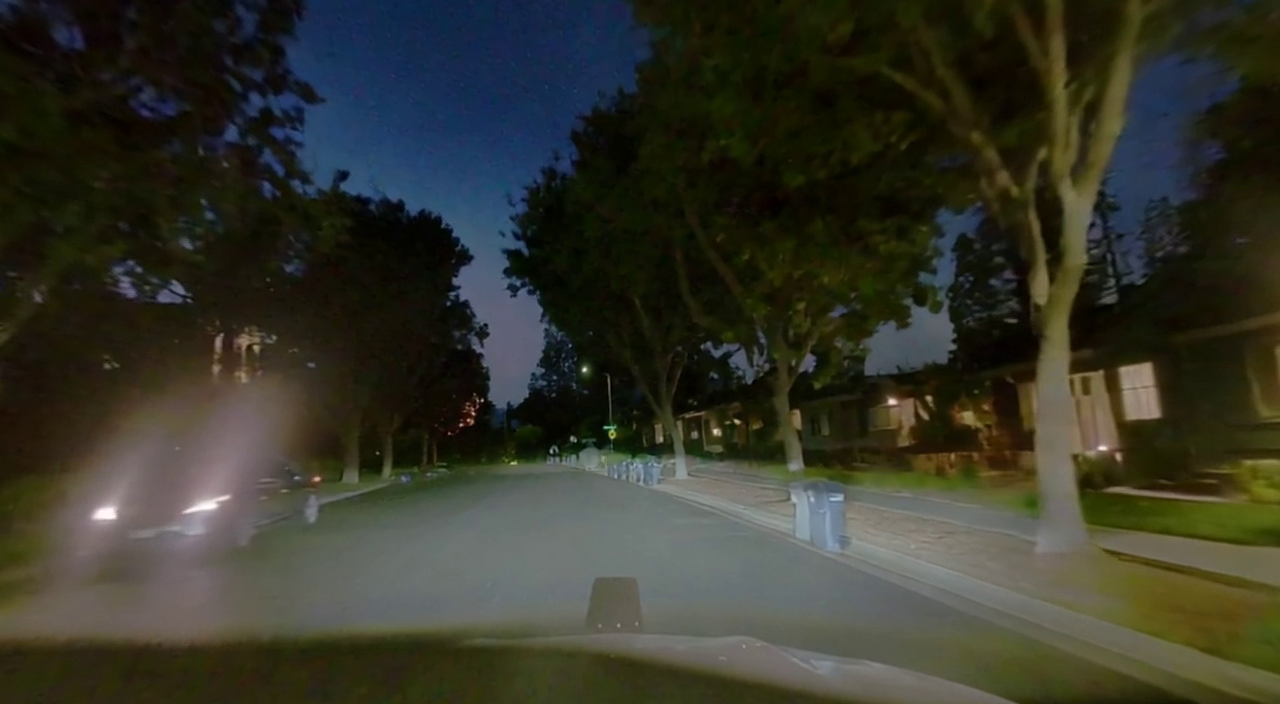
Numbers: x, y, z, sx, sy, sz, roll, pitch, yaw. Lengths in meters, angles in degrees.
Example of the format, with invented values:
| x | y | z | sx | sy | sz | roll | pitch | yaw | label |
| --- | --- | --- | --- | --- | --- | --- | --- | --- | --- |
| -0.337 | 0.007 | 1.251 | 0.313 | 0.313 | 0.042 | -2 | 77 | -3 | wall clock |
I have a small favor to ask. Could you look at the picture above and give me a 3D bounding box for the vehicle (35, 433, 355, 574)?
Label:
| x | y | z | sx | sy | sz | roll | pitch | yaw | label |
| --- | --- | --- | --- | --- | --- | --- | --- | --- | --- |
| -6.727 | 2.281 | 10.477 | 2.217 | 1.751 | 4.763 | 1 | -9 | -6 | vehicle |
